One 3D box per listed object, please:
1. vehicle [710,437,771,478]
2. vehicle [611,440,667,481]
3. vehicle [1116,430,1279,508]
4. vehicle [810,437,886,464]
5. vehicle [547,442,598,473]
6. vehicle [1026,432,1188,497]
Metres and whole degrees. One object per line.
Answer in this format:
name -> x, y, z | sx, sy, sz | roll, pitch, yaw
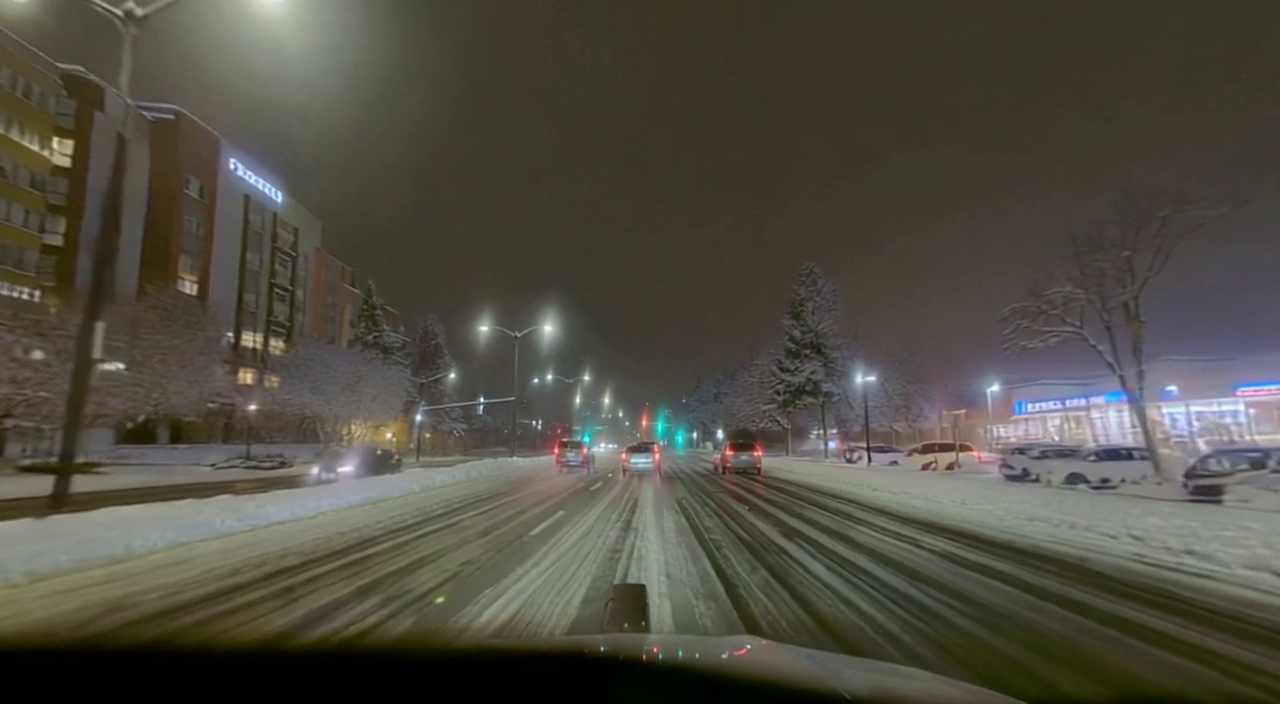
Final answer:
vehicle -> 4.379, 4.653, 28.073 | 2.007, 1.683, 4.171 | 0, -8, 0
vehicle -> -0.016, 4.320, 25.411 | 2.059, 1.477, 3.988 | 0, -8, 0
vehicle -> 13.850, 2.789, 15.465 | 4.200, 1.643, 1.909 | 5, -10, -31
vehicle -> 15.207, 7.222, 46.302 | 4.775, 1.728, 1.996 | -2, -9, -1
vehicle -> -3.430, 5.454, 32.908 | 2.029, 1.482, 4.591 | 0, -8, 2
vehicle -> 13.571, 3.192, 18.292 | 4.346, 1.667, 2.022 | 4, -10, -29
